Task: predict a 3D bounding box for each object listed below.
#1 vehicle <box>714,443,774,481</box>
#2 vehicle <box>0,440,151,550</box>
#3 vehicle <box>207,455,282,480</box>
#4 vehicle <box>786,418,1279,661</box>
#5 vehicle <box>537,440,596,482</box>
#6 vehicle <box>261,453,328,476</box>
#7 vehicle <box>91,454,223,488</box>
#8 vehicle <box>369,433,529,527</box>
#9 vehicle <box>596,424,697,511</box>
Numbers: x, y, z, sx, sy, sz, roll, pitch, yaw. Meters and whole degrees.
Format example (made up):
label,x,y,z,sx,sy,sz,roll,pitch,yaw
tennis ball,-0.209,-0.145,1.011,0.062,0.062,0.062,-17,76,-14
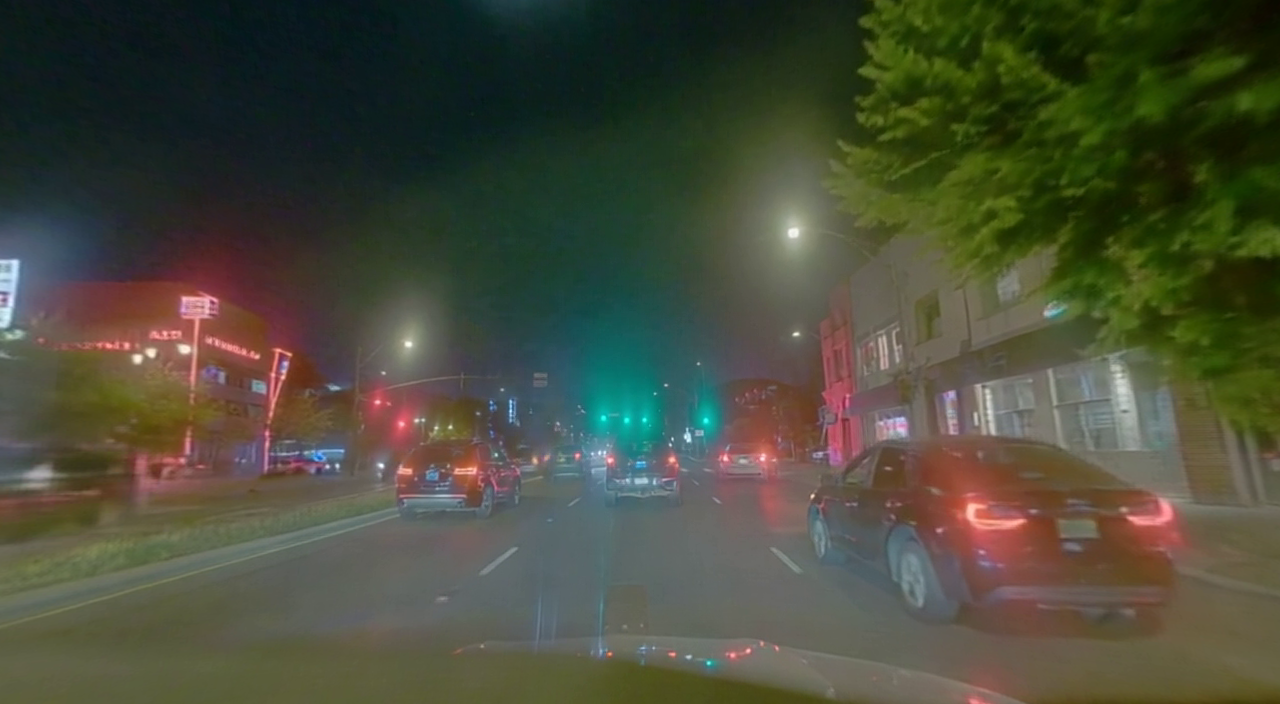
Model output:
label,x,y,z,sx,sy,sz,roll,pitch,yaw
vehicle,4.259,4.561,26.490,1.986,1.457,4.566,0,-8,3
vehicle,-10.961,2.326,10.472,1.948,1.691,4.532,0,-8,1
vehicle,-29.250,8.548,46.713,4.337,1.690,1.875,-1,-8,5
vehicle,2.977,1.490,6.168,2.030,1.492,4.383,0,-8,0
vehicle,-3.035,4.590,26.841,1.894,1.642,3.861,0,-8,2
vehicle,-27.169,8.836,49.631,4.221,1.703,1.930,-1,-8,6
vehicle,-29.648,7.270,38.966,2.021,1.802,5.987,-5,-10,30
vehicle,-3.680,2.529,13.054,1.886,1.599,4.247,0,-8,1
vehicle,0.176,2.679,15.054,2.075,1.770,4.018,0,-8,1
